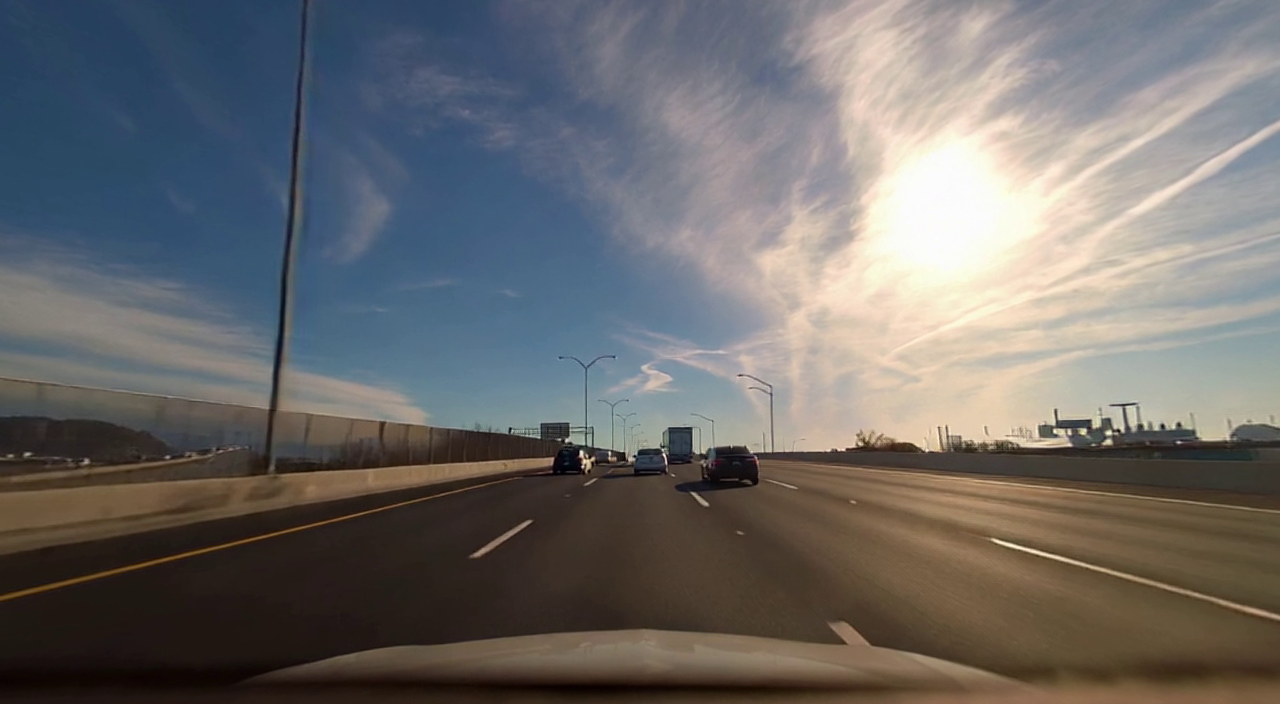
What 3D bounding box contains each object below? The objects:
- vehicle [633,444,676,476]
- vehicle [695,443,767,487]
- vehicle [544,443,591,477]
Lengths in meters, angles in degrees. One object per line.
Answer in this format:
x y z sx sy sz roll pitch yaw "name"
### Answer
0.735 5.647 33.323 2.067 1.555 4.851 0 -8 1 "vehicle"
3.281 4.150 23.607 1.942 1.453 4.329 0 -8 -1 "vehicle"
-3.874 5.815 34.192 2.036 1.669 4.112 0 -8 0 "vehicle"
